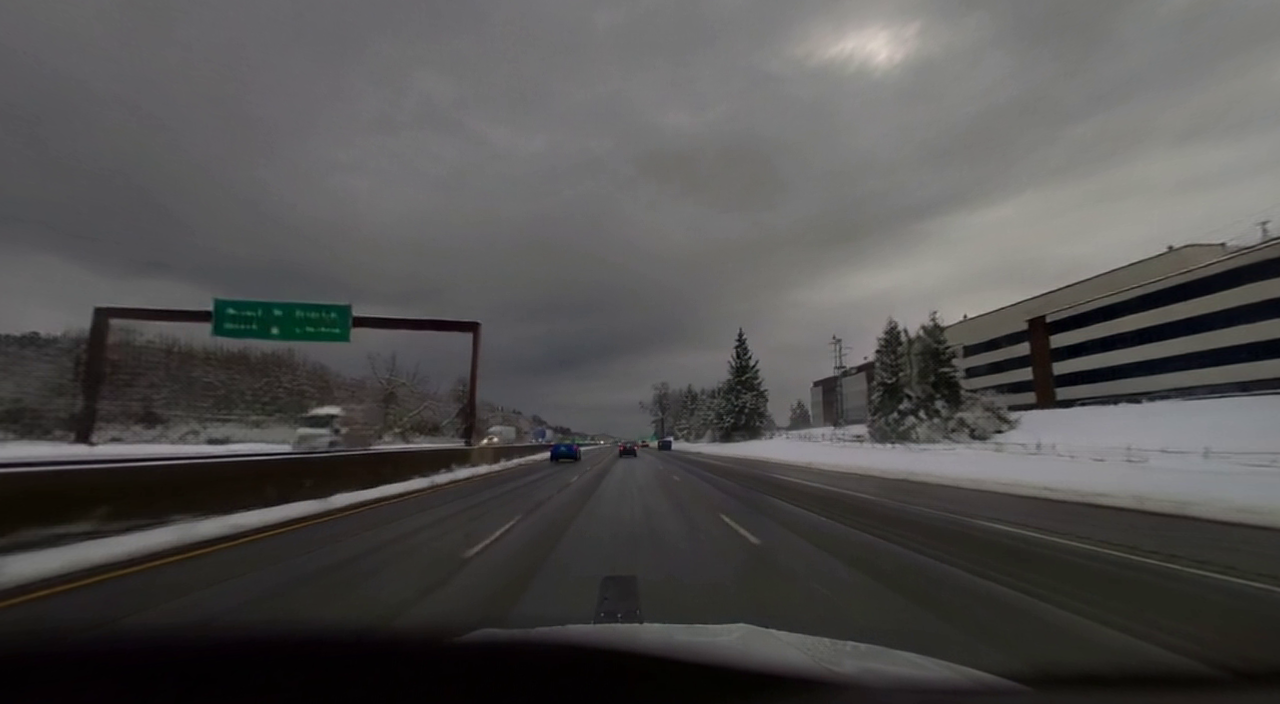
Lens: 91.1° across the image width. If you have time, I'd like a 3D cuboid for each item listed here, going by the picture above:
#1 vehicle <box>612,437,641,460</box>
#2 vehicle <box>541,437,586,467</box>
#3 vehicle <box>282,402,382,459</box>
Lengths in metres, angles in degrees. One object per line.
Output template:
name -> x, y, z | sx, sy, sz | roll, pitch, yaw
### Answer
vehicle -> -1.105, 7.658, 49.825 | 2.196, 1.699, 4.499 | 0, -8, -1
vehicle -> -4.483, 5.928, 37.374 | 2.271, 1.626, 4.463 | 0, -8, -2
vehicle -> -17.754, 4.655, 36.777 | 2.463, 3.000, 6.804 | 0, -8, -1
